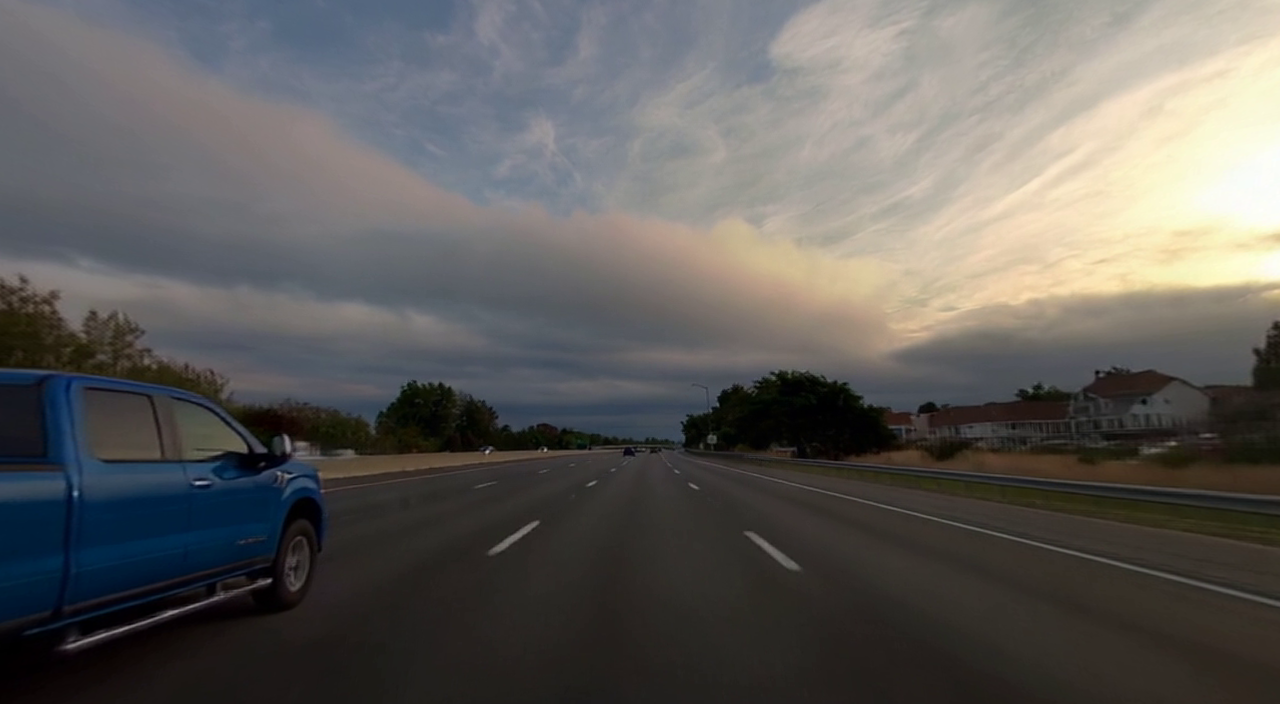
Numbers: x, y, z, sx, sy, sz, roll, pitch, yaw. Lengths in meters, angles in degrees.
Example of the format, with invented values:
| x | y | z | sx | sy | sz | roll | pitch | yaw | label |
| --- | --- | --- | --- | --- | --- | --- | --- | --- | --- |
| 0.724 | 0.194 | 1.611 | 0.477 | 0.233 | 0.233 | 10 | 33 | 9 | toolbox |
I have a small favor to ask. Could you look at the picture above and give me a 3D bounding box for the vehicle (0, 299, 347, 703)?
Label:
| x | y | z | sx | sy | sz | roll | pitch | yaw | label |
| --- | --- | --- | --- | --- | --- | --- | --- | --- | --- |
| -3.507 | 0.732 | 2.438 | 2.202 | 1.836 | 5.009 | 0 | -9 | 1 | vehicle |
